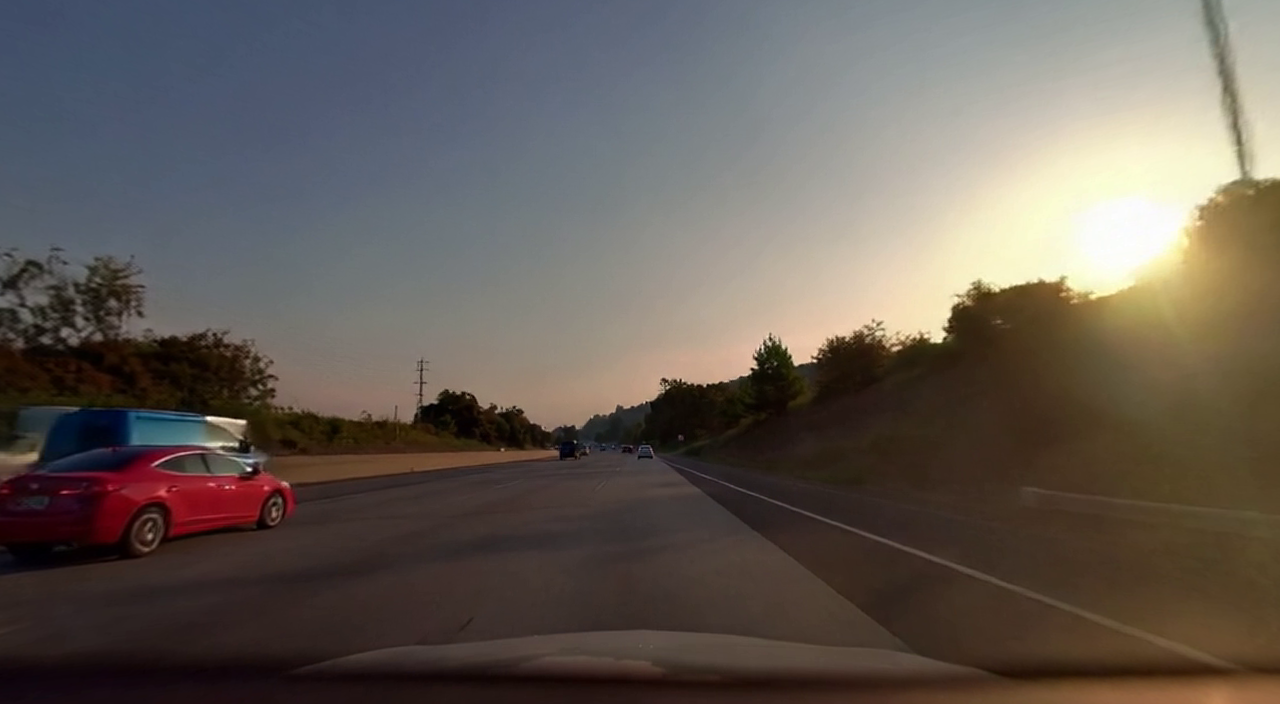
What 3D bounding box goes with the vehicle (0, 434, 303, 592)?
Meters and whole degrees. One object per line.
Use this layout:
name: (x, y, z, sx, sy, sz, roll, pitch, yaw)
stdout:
vehicle: (-6.812, 1.888, 8.415, 1.981, 1.486, 4.735, 0, -8, 0)
